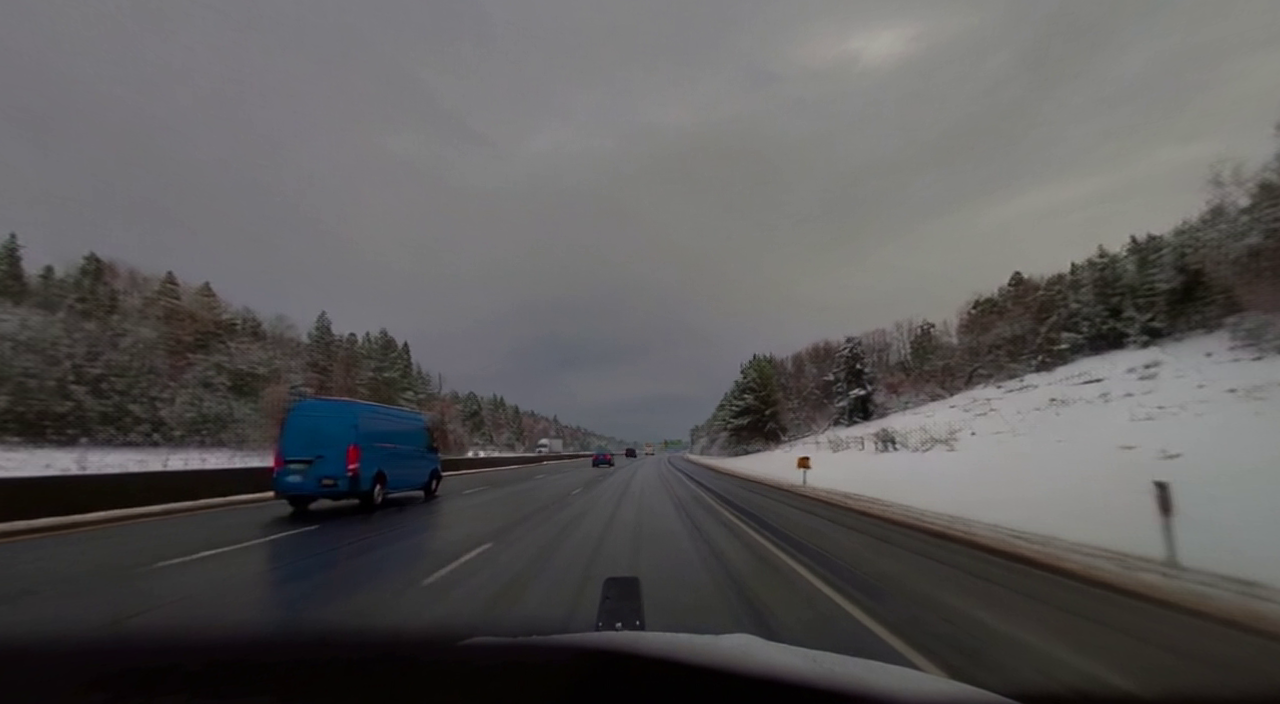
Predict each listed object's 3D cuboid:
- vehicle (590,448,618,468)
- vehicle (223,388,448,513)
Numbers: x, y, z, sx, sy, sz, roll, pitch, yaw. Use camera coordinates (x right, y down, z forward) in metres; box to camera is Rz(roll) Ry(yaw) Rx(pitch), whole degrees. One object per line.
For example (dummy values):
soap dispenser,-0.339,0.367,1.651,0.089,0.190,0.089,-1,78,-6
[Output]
vehicle,-2.731,8.162,48.664,1.858,1.459,4.091,0,-9,1
vehicle,-7.031,2.446,15.757,2.449,2.471,6.130,0,-9,1
